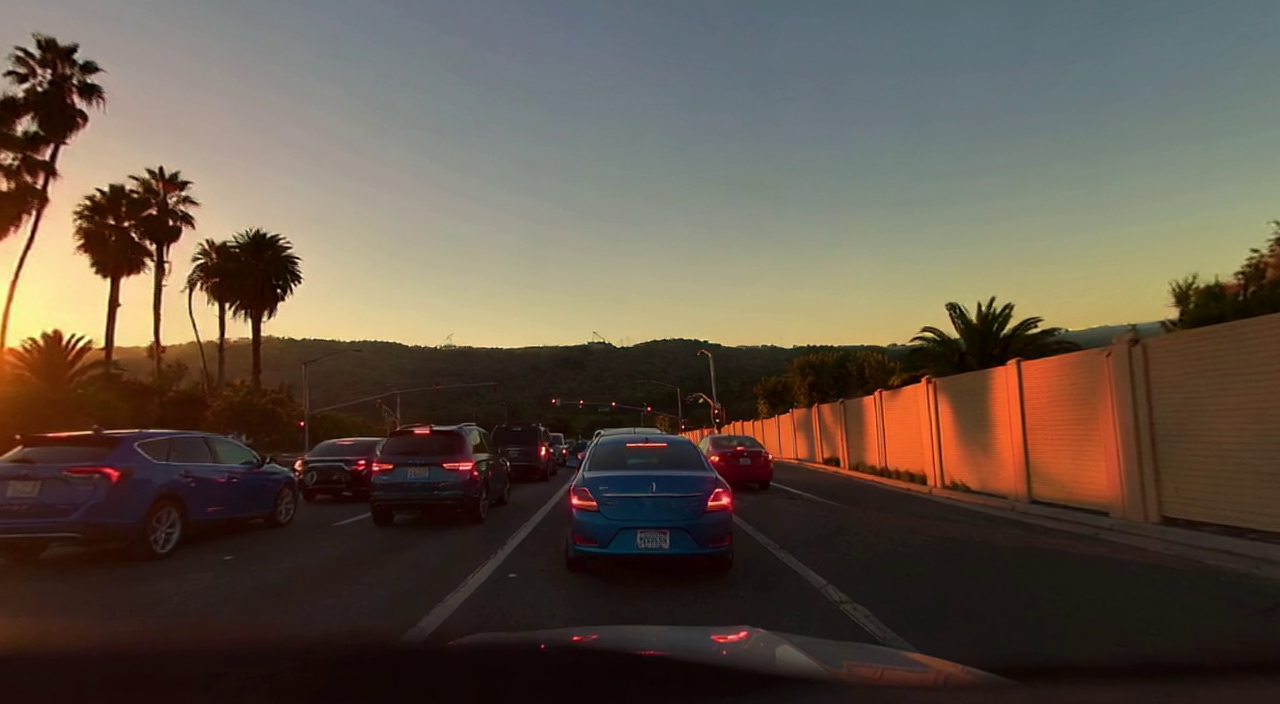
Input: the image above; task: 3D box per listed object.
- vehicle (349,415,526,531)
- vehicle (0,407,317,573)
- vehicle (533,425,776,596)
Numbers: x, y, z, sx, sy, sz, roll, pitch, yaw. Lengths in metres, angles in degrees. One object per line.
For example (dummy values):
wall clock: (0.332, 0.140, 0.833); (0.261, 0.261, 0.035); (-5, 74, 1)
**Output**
vehicle: (-3.474, 2.156, 11.777); (2.007, 1.746, 4.136); (0, -8, -1)
vehicle: (-6.677, 1.779, 8.902); (1.963, 1.721, 4.467); (0, -8, -2)
vehicle: (0.063, 1.709, 7.744); (2.128, 1.473, 4.272); (0, -8, -2)
